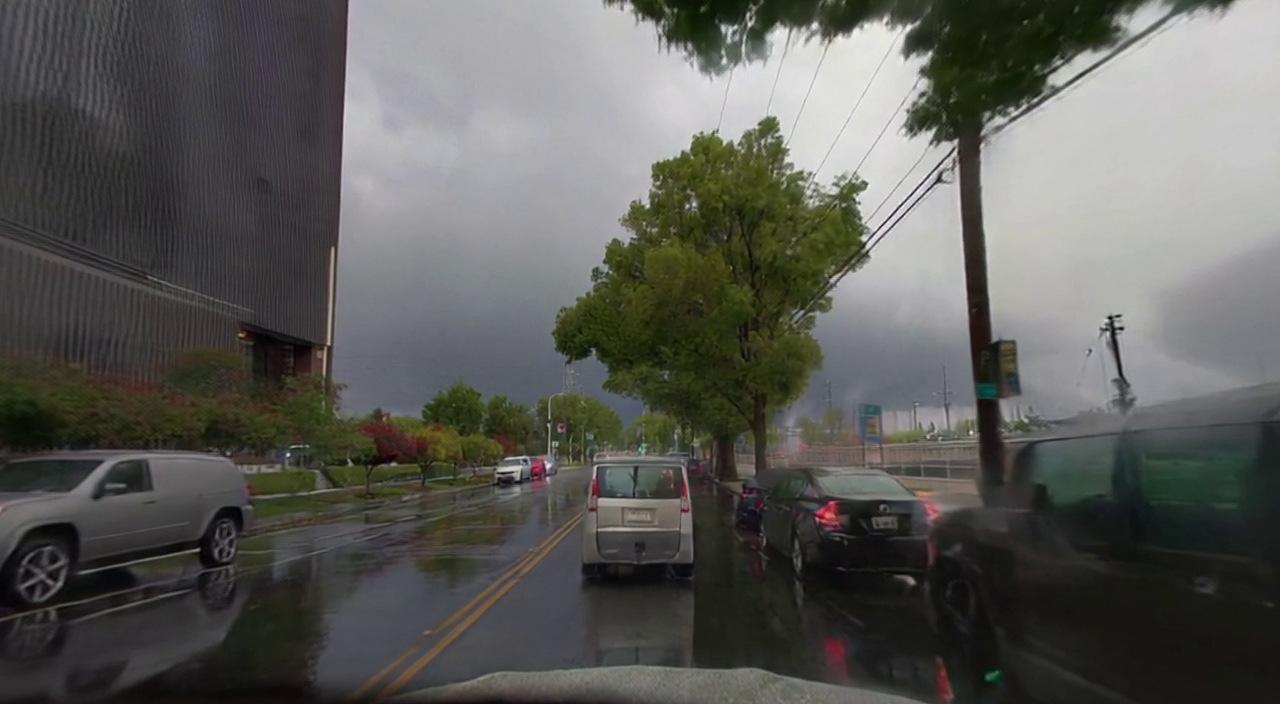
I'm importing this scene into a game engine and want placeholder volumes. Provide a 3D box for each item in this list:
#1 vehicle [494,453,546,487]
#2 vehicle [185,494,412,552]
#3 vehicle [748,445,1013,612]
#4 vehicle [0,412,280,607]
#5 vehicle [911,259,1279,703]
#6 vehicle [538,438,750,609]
[{"bbox_3d":[-6.582,6.592,34.880,2.024,1.654,4.396,-3,-12,0],"label":"vehicle"},{"bbox_3d":[-6.825,3.529,13.355,2.223,0.774,4.789,1,-10,0],"label":"vehicle"},{"bbox_3d":[2.672,2.076,8.158,1.884,1.566,4.018,1,-10,1],"label":"vehicle"},{"bbox_3d":[-6.722,1.897,7.674,1.994,1.701,4.520,-3,-12,-1],"label":"vehicle"},{"bbox_3d":[2.751,0.744,1.910,1.868,1.920,4.501,1,-10,1],"label":"vehicle"},{"bbox_3d":[0.050,1.980,7.900,2.018,1.583,3.646,1,-10,0],"label":"vehicle"}]
